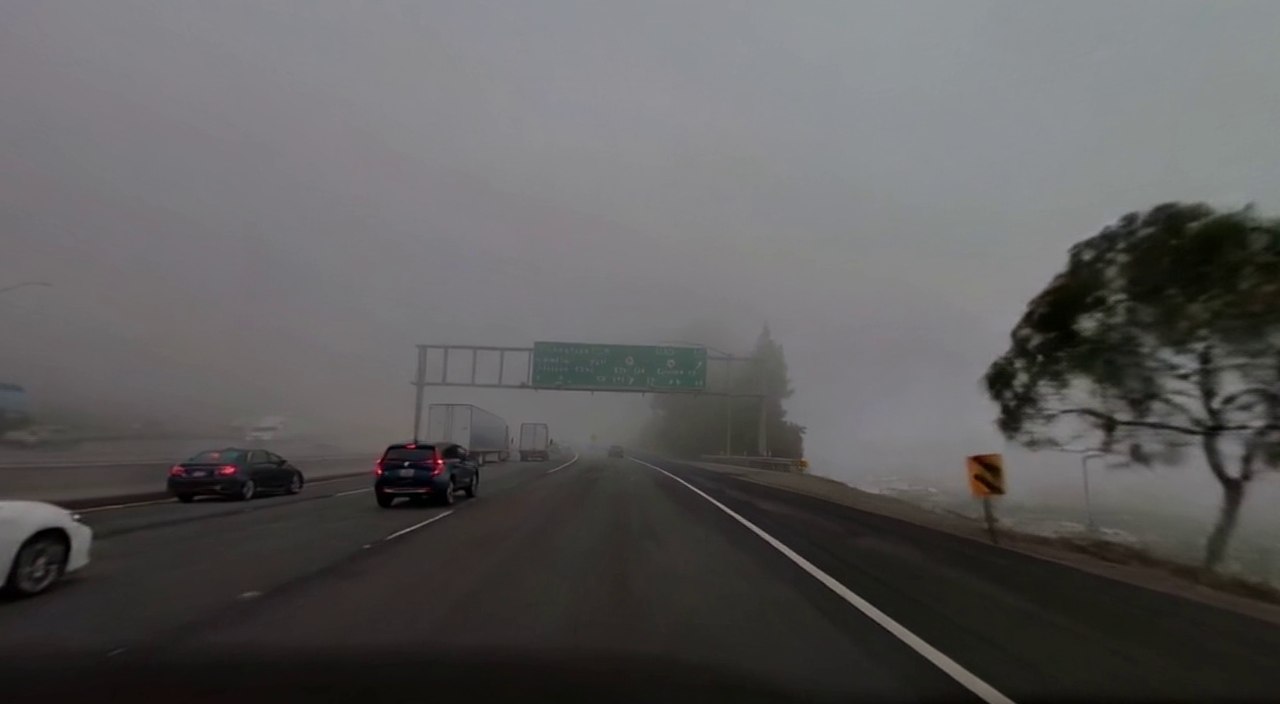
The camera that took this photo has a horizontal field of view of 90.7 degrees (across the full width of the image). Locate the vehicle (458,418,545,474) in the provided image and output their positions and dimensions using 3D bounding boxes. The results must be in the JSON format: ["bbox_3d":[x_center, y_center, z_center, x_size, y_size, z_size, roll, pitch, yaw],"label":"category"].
[{"bbox_3d":[-7.827,5.658,38.057,3.270,2.674,14.547,0,-8,-5],"label":"vehicle"}]

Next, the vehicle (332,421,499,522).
[{"bbox_3d":[-4.612,2.538,14.054,2.093,1.785,5.303,0,-8,-4],"label":"vehicle"}]
